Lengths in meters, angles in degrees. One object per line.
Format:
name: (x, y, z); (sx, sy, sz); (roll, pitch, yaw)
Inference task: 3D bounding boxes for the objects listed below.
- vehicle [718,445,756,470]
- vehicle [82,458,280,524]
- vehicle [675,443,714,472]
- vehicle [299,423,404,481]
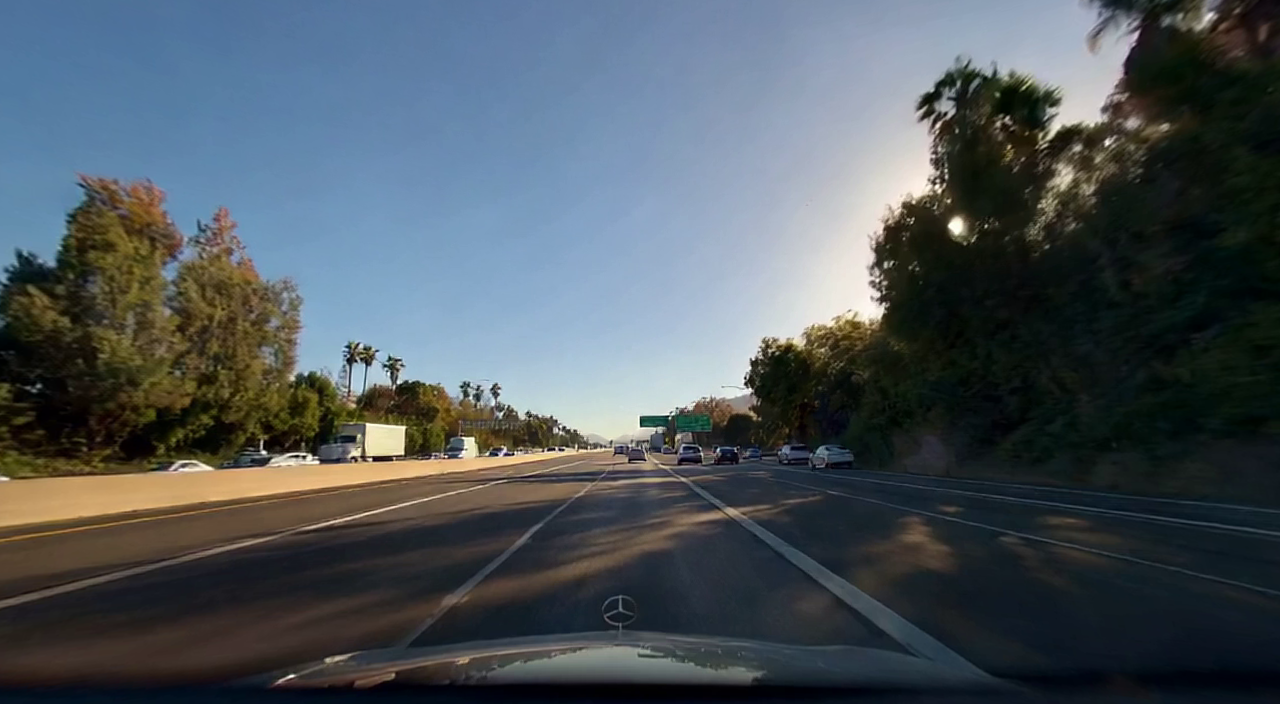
vehicle: (6.852, 7.450, 44.722); (1.902, 1.623, 4.360); (0, -8, -2)
vehicle: (-12.137, 3.662, 17.129); (2.055, 1.461, 4.422); (0, -8, 0)
vehicle: (3.408, 6.682, 40.037); (2.035, 1.704, 3.867); (0, -8, -2)
vehicle: (-19.673, 6.879, 43.707); (3.038, 3.554, 8.784); (0, -8, 0)
